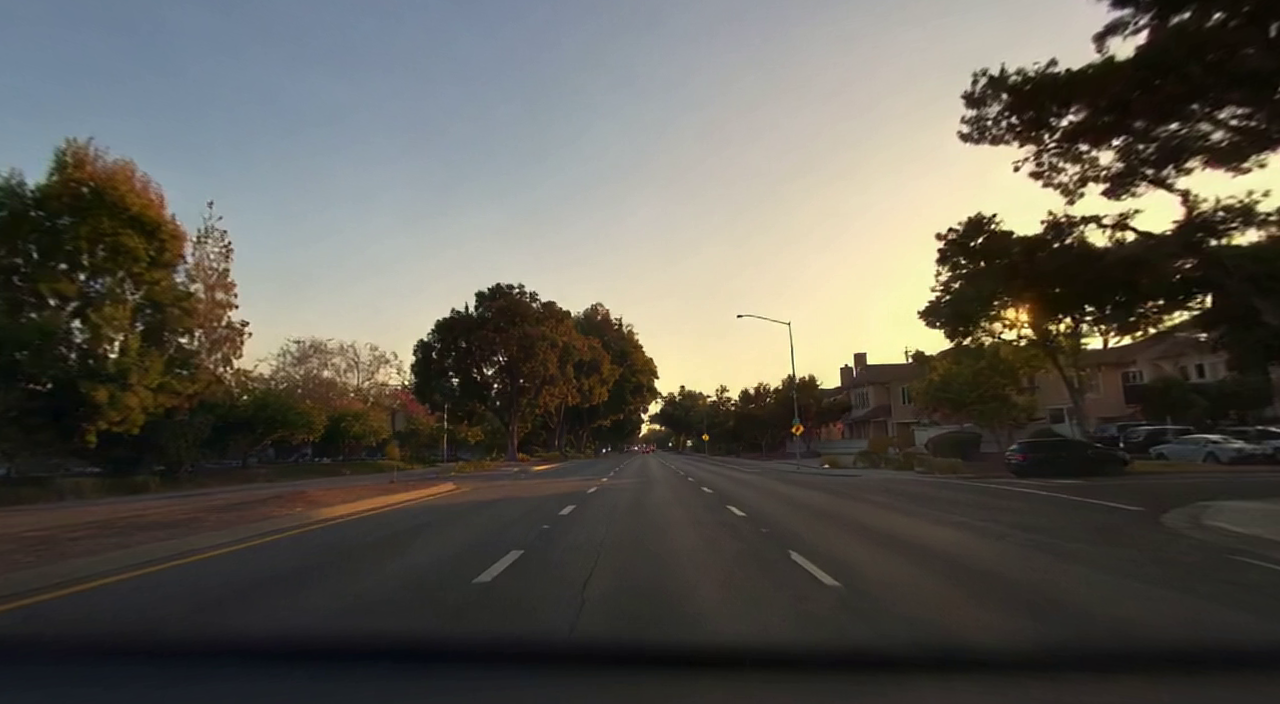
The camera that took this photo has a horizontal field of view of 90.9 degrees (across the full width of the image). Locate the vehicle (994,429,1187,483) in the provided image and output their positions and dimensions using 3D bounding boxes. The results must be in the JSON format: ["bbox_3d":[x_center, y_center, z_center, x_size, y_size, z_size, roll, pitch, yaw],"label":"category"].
[{"bbox_3d":[17.966,4.146,25.428,5.770,1.844,2.360,-3,-7,5],"label":"vehicle"}]

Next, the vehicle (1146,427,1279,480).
[{"bbox_3d":[22.993,4.004,25.161,3.449,1.863,2.299,-3,-7,6],"label":"vehicle"}]
